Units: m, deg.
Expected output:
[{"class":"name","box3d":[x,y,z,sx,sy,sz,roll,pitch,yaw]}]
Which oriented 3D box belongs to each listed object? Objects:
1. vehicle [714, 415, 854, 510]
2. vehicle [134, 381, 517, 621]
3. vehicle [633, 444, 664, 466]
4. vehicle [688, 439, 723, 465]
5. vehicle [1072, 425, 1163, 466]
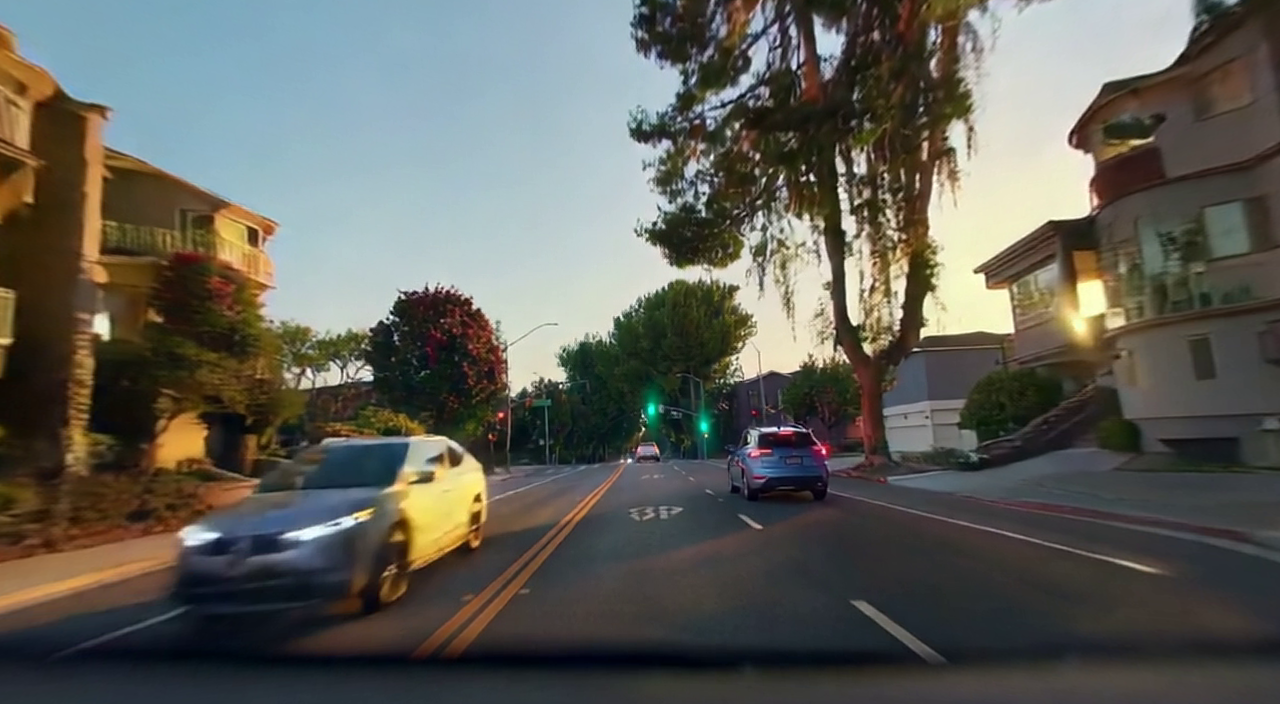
[{"class":"vehicle","box3d":[3.164,2.578,15.048,2.130,1.863,4.844,0,-9,0]},{"class":"vehicle","box3d":[-3.067,1.600,7.740,2.110,1.936,5.020,-1,-9,0]},{"class":"vehicle","box3d":[0.577,7.455,45.787,2.097,1.463,4.043,-1,-9,0]},{"class":"vehicle","box3d":[4.780,7.389,46.689,2.335,1.794,4.898,-1,-9,4]},{"class":"vehicle","box3d":[21.425,4.156,28.212,4.704,1.447,1.990,2,-10,-39]}]
